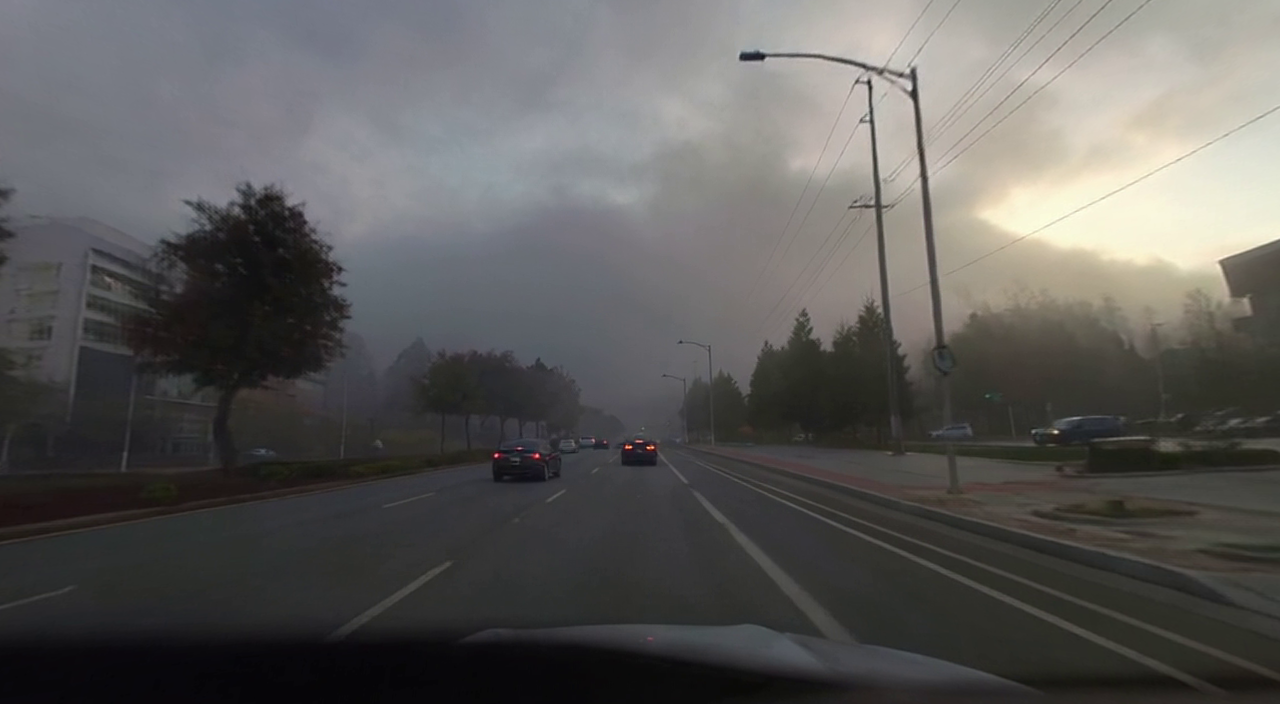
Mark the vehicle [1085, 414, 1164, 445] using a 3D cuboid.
[{"bbox_3d":[24.461,3.981,31.985,1.741,1.416,3.831,-2,-9,15],"label":"vehicle"}]

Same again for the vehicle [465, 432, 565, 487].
[{"bbox_3d":[-3.711,3.298,19.672,1.942,1.462,4.905,0,-8,2],"label":"vehicle"}]

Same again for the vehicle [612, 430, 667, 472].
[{"bbox_3d":[-0.037,4.288,27.520,2.199,1.652,4.101,0,-8,0],"label":"vehicle"}]

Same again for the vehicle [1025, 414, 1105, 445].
[{"bbox_3d":[21.955,4.070,32.820,1.833,1.471,4.656,-2,-9,13],"label":"vehicle"}]
